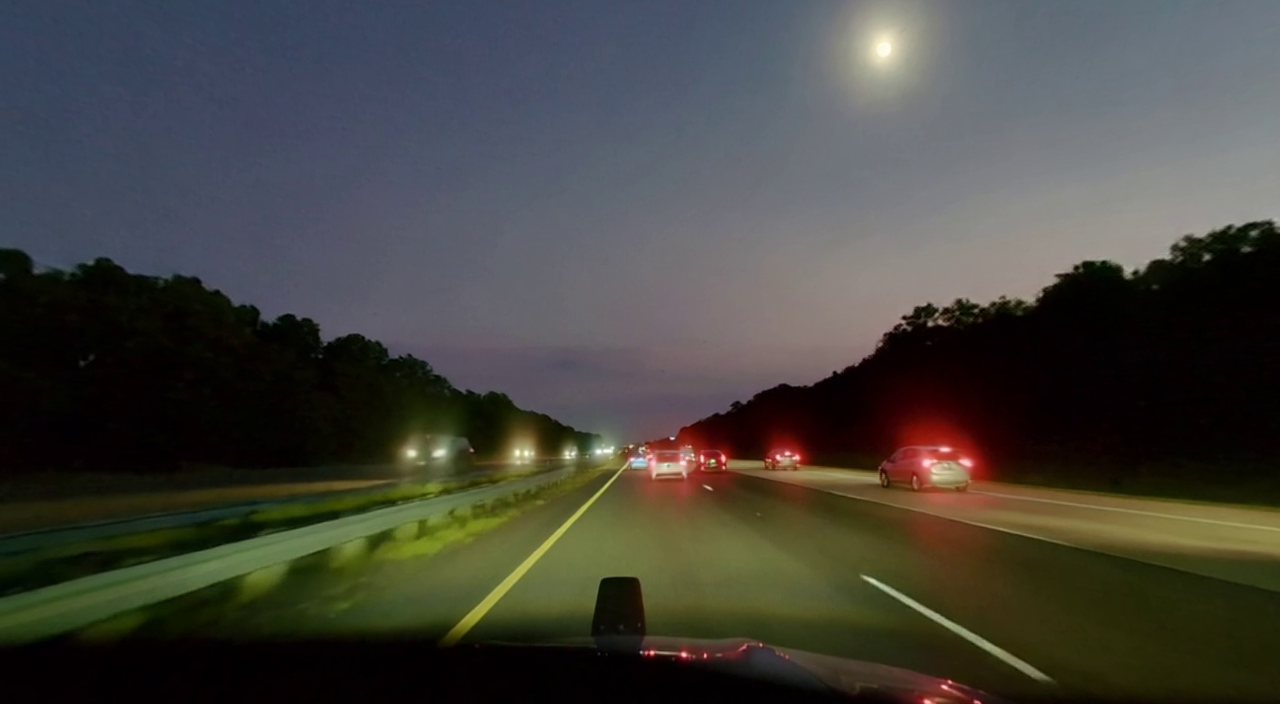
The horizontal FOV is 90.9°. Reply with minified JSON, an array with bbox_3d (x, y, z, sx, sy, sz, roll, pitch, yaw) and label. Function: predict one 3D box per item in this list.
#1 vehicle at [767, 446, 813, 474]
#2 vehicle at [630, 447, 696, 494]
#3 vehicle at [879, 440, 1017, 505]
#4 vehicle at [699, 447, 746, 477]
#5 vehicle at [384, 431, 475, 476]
[{"bbox_3d":[9.264,6.696,39.238,1.957,1.594,3.632,0,-9,0],"label":"vehicle"},{"bbox_3d":[0.722,3.971,21.378,2.020,1.426,3.702,0,-9,0],"label":"vehicle"},{"bbox_3d":[8.261,3.249,17.336,1.847,1.554,3.752,0,-9,-1],"label":"vehicle"},{"bbox_3d":[4.469,6.023,34.748,1.981,1.518,4.029,0,-9,0],"label":"vehicle"},{"bbox_3d":[-8.470,4.145,25.863,2.039,1.648,4.621,-1,-9,1],"label":"vehicle"}]
